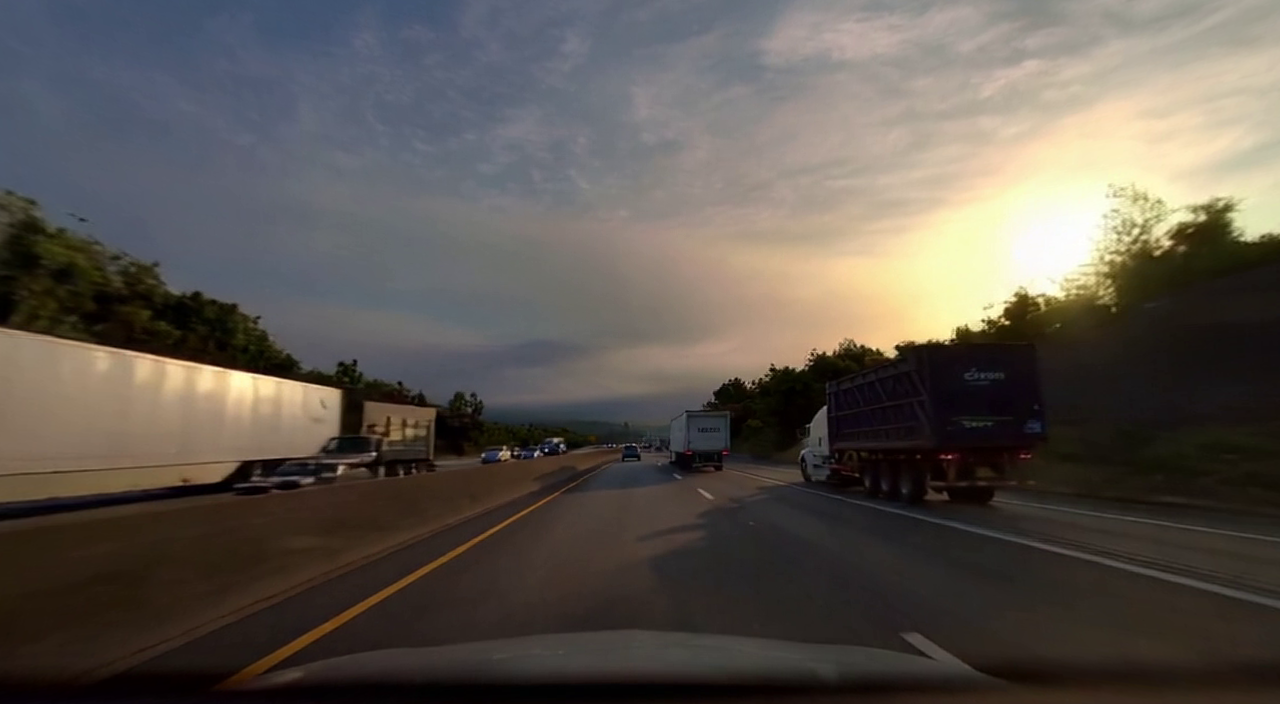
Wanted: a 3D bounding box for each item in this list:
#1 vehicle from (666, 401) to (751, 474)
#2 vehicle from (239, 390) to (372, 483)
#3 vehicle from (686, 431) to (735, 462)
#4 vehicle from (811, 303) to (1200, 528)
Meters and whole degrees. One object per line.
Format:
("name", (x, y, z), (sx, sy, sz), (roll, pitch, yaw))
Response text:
("vehicle", (3.799, 5.259, 39.008), (3.288, 3.717, 13.646), (0, -8, -2))
("vehicle", (-16.660, 4.287, 31.962), (3.414, 4.278, 5.845), (0, -8, 0))
("vehicle", (3.898, 5.309, 35.522), (2.120, 1.651, 4.639), (0, -8, -1))
("vehicle", (8.395, 2.017, 18.199), (2.843, 4.053, 13.777), (0, -8, -1))
